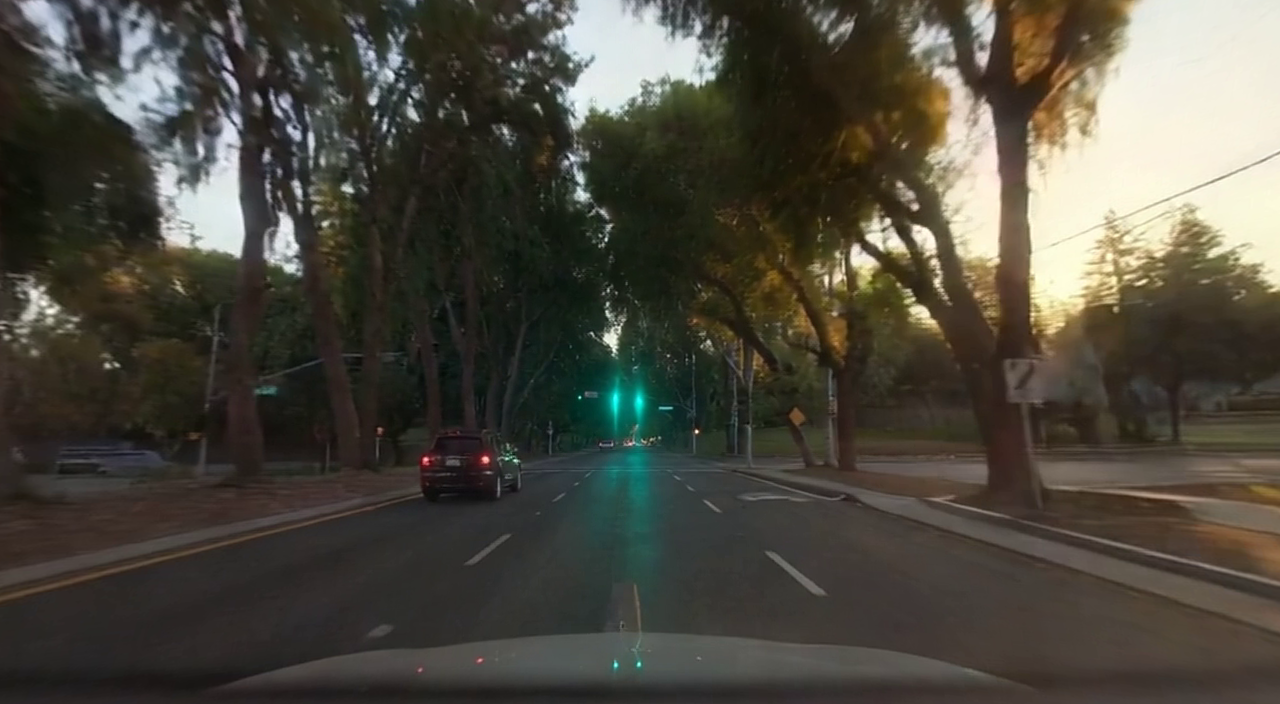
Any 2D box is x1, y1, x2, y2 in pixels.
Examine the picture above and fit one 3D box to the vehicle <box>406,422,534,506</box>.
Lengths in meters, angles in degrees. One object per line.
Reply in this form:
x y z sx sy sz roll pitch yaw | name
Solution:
-3.957 2.673 15.467 2.018 1.769 3.897 0 -8 0 | vehicle
